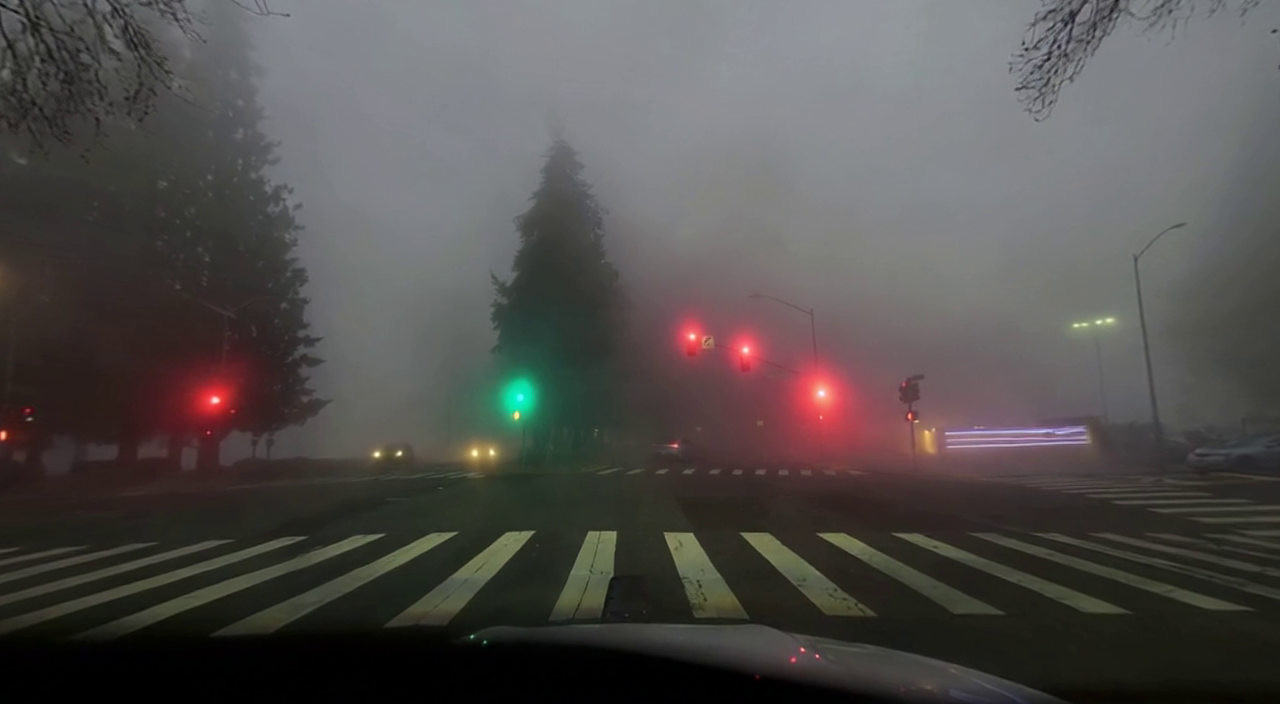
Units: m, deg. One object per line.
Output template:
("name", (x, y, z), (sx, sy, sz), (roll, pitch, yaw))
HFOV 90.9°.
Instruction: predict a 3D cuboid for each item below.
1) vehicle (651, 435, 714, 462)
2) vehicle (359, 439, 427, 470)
("vehicle", (2.594, 5.712, 37.368), (2.521, 1.522, 4.418), (-3, -9, 20))
("vehicle", (-14.797, 6.159, 38.024), (2.169, 1.753, 4.640), (0, -8, 0))
